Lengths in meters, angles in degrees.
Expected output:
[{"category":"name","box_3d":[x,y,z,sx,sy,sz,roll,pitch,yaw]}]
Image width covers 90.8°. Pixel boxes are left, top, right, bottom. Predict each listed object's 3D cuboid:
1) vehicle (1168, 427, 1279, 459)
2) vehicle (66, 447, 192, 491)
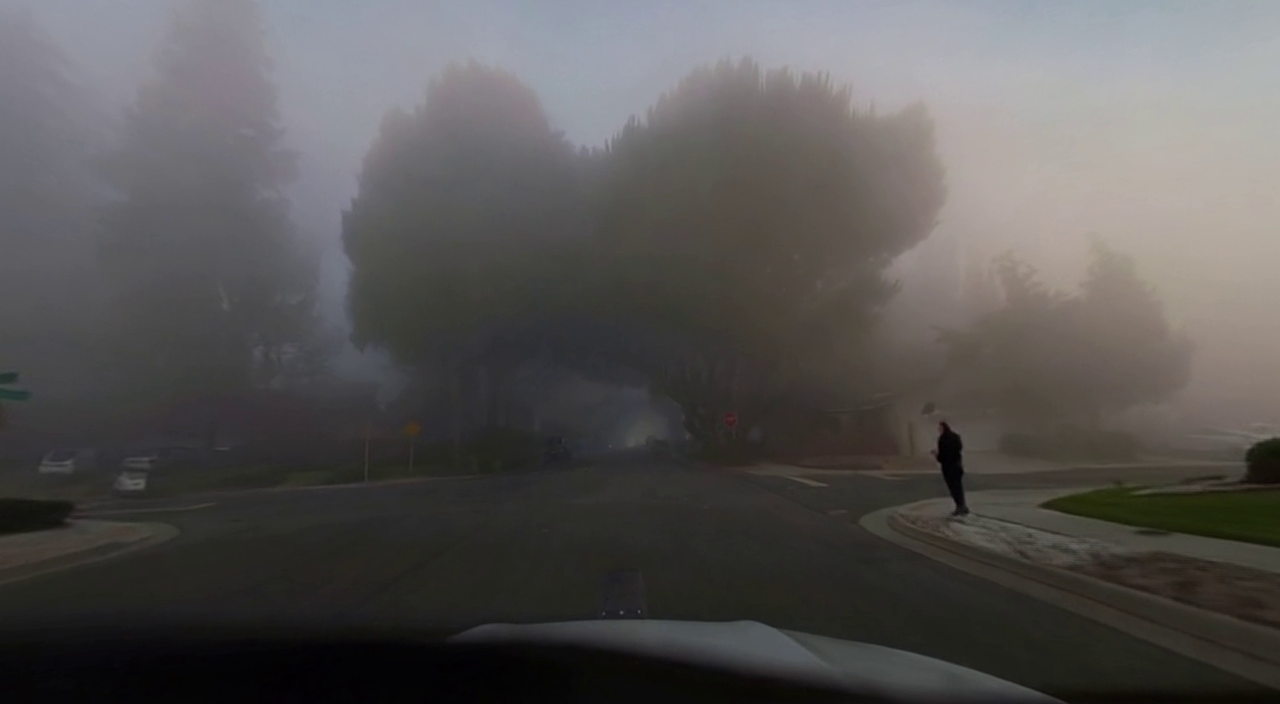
[{"category":"vehicle","box_3d":[29.745,4.643,32.056,1.764,1.491,4.548,0,-9,-2]},{"category":"vehicle","box_3d":[-24.922,5.706,31.117,2.004,1.856,4.934,-4,-9,2]}]
